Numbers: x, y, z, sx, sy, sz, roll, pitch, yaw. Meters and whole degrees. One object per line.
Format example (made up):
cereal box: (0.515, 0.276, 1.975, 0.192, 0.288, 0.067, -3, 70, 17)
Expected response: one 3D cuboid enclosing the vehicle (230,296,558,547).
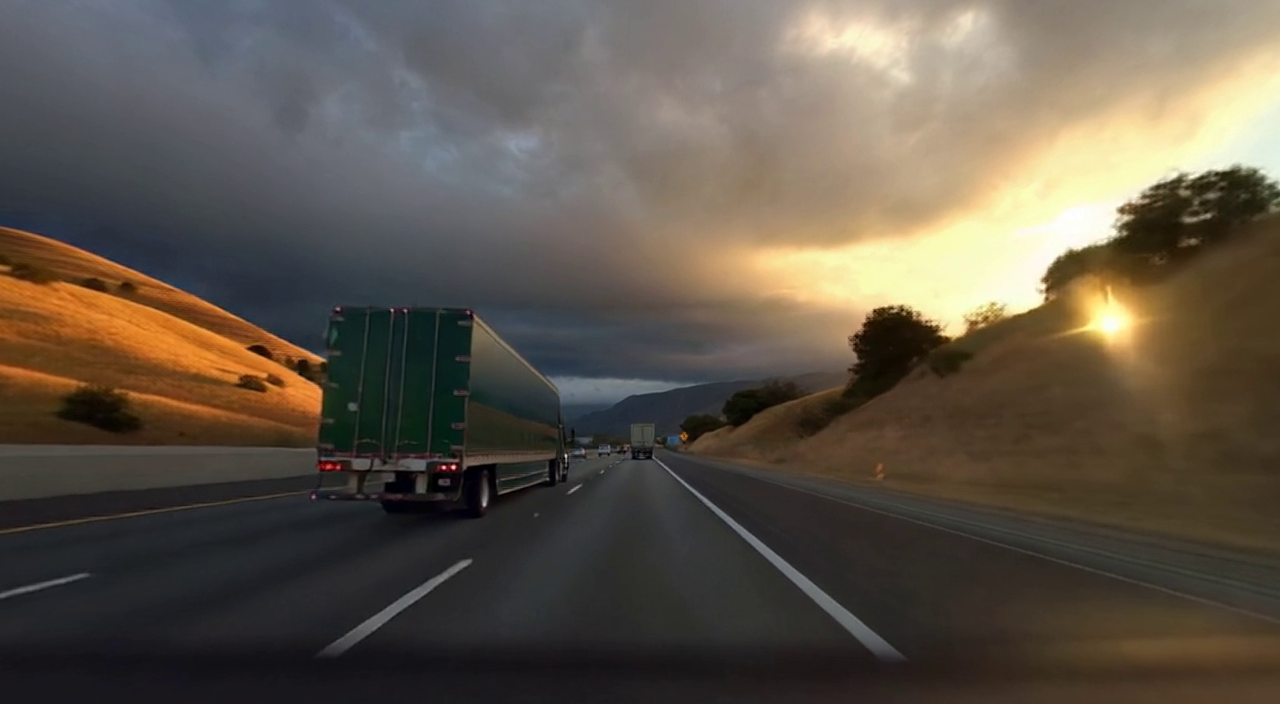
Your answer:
vehicle: (-3.879, 1.686, 13.695, 2.789, 3.271, 10.894, 1, -9, 0)
